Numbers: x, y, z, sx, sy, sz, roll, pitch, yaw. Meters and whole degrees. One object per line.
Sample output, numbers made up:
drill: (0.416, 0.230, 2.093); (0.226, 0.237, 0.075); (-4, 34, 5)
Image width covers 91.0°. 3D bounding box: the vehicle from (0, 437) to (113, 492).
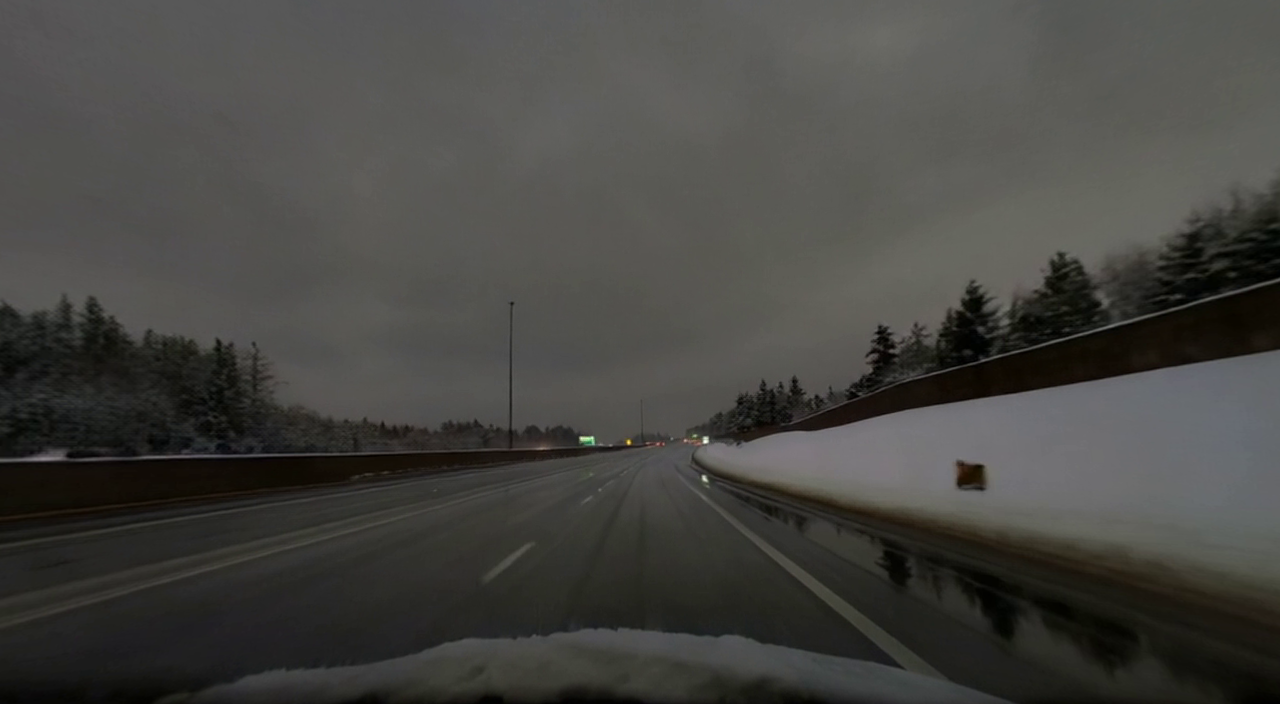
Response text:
vehicle: (-18.725, 3.360, 18.925); (1.857, 1.507, 4.425); (0, -9, 1)
